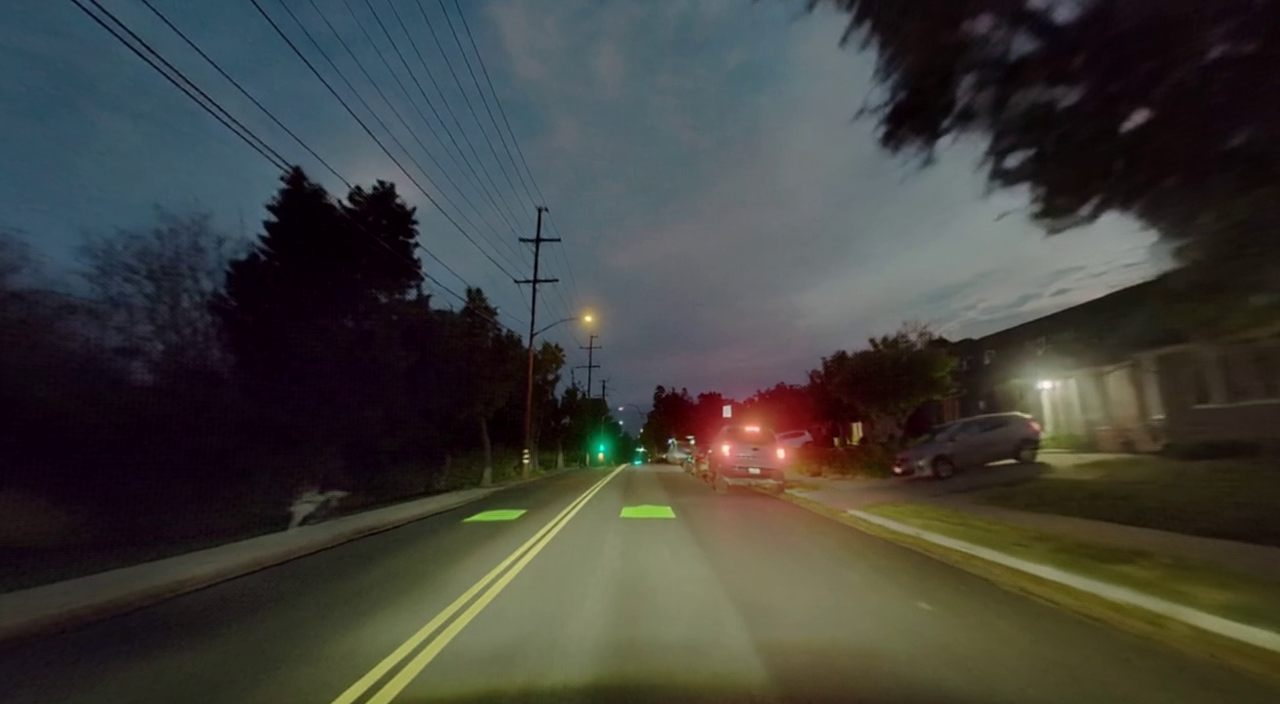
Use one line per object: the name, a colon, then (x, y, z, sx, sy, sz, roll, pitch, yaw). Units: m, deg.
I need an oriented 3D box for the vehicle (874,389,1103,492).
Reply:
vehicle: (8.650, 2.239, 16.031, 4.418, 1.648, 2.017, -10, -9, -2)

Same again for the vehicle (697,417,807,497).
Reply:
vehicle: (3.202, 3.187, 19.466, 2.347, 2.070, 5.735, 0, -9, 0)
